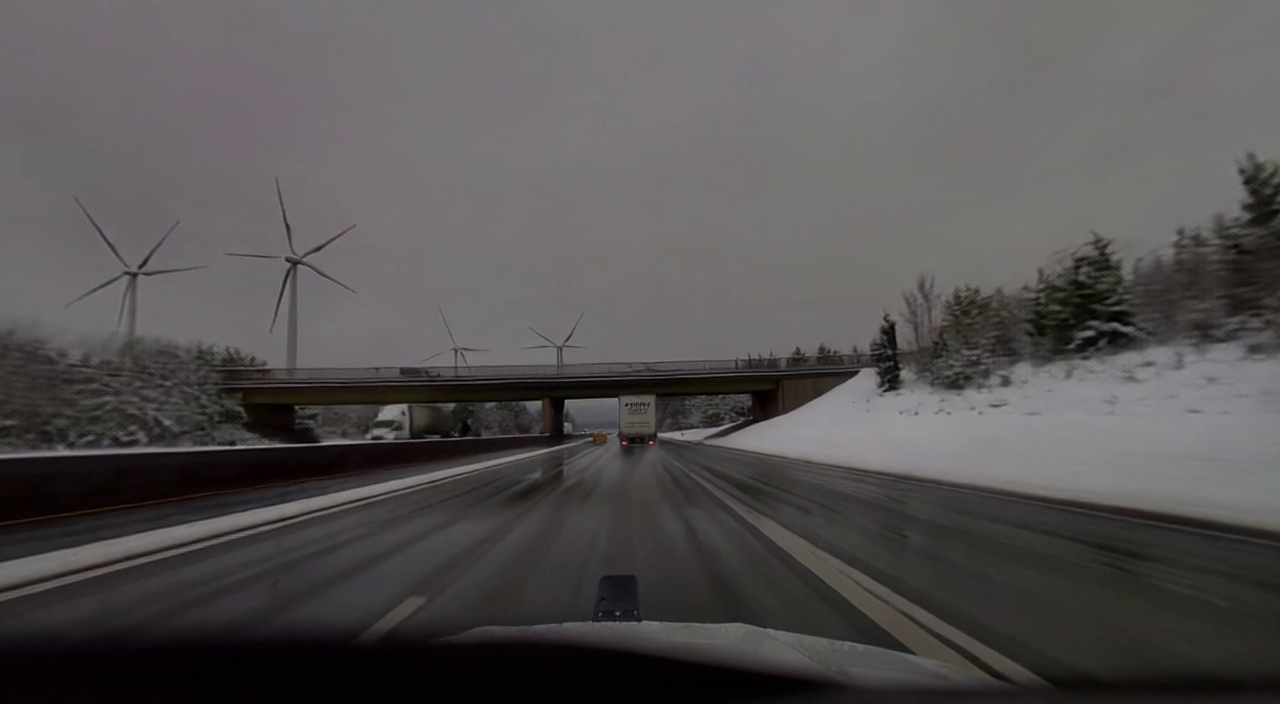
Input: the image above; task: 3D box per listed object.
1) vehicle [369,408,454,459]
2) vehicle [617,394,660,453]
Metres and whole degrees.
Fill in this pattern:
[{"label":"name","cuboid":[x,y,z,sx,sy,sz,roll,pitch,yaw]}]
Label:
[{"label":"vehicle","cuboid":[-16.859,6.168,47.510,2.928,3.408,9.523,0,-8,-1]},{"label":"vehicle","cuboid":[-0.251,5.702,49.040,2.906,3.990,12.551,0,-8,-1]}]
